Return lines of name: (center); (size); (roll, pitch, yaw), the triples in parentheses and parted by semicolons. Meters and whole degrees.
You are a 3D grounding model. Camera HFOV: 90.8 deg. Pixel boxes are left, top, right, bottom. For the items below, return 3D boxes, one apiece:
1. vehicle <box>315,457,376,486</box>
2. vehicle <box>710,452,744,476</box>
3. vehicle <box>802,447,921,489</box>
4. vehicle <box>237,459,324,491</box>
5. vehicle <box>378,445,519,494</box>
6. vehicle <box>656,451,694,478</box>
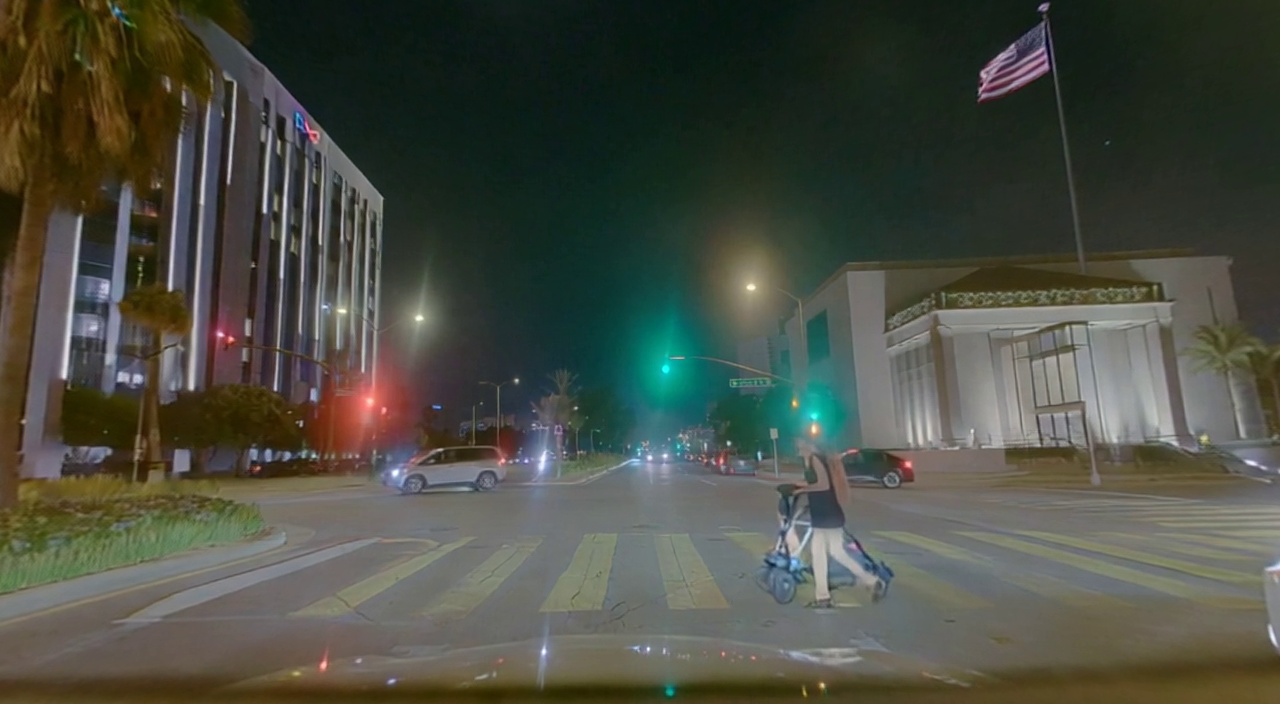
vehicle: (-20.114, 8.144, 43.374); (2.043, 1.745, 4.420); (0, -8, 0)
vehicle: (6.517, 8.436, 47.804); (2.176, 1.690, 4.138); (-1, -8, 3)
vehicle: (8.859, 4.596, 25.314); (4.273, 1.525, 2.000); (-4, -9, 22)
vehicle: (-19.967, 6.854, 35.413); (2.069, 1.540, 4.774); (0, -8, 0)
vehicle: (-6.584, 4.091, 22.243); (4.499, 1.594, 1.898); (1, -9, -10)
vehicle: (2.502, 8.222, 46.523); (2.325, 1.810, 4.827); (0, -8, -2)
